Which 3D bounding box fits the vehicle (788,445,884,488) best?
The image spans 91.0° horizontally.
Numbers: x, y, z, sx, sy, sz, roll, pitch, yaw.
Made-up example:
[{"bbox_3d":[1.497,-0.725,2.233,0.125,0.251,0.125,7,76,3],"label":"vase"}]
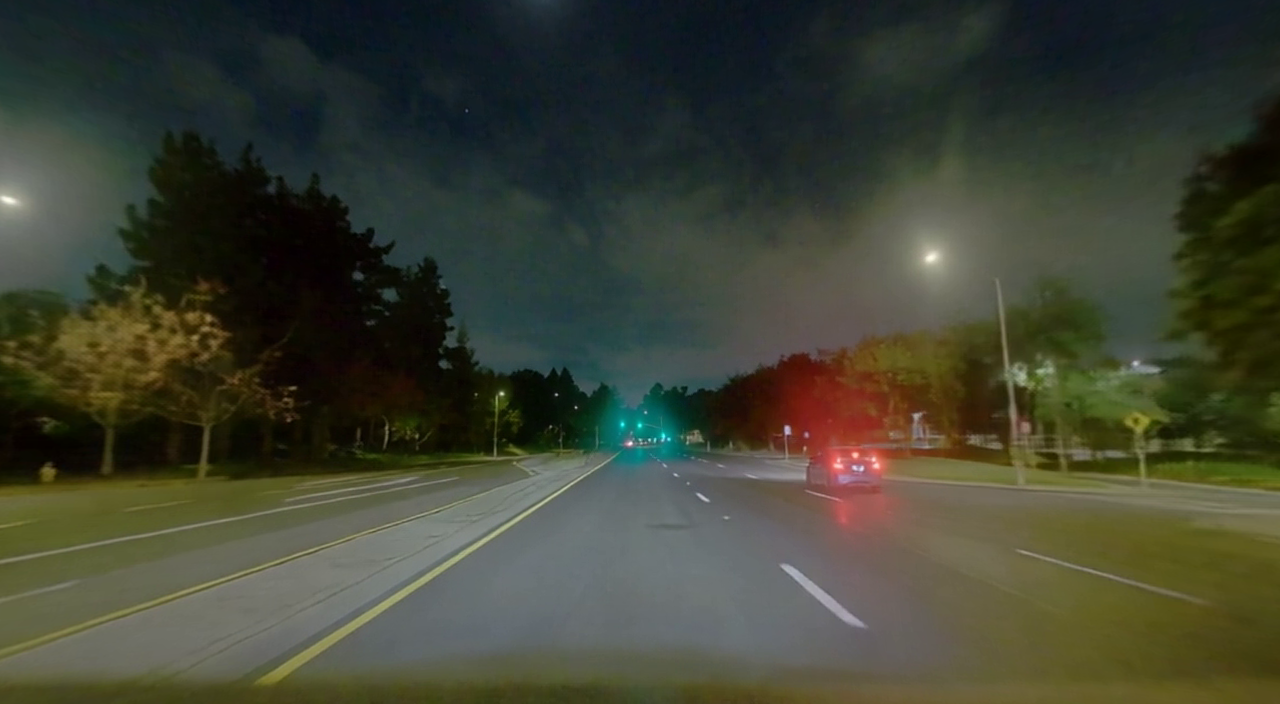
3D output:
[{"bbox_3d":[7.109,4.190,23.426,2.054,1.421,4.487,0,-8,-1],"label":"vehicle"}]
